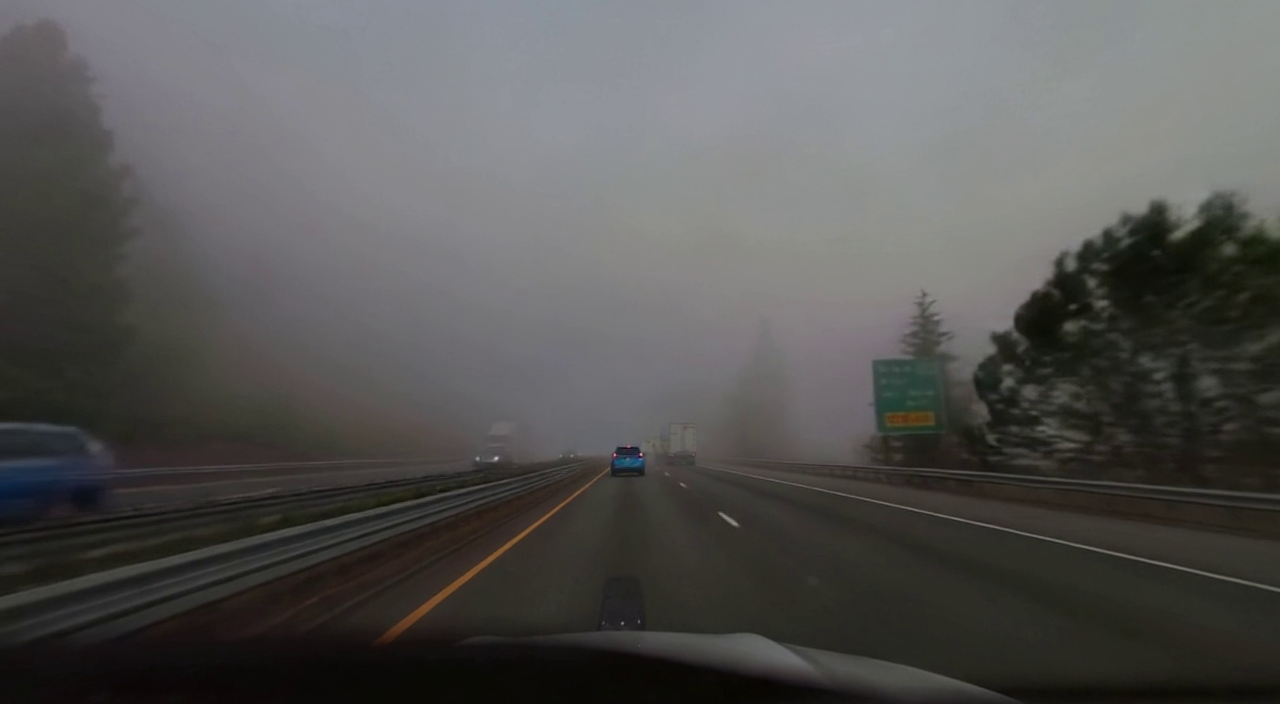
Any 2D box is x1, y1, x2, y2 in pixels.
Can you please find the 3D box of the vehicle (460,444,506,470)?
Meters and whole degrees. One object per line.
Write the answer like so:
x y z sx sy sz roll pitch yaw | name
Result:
-10.298 6.920 41.563 1.890 1.575 4.211 -1 -9 1 | vehicle

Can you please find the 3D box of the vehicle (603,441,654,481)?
-0.530 5.045 29.379 2.190 1.706 4.062 0 -9 -1 | vehicle
